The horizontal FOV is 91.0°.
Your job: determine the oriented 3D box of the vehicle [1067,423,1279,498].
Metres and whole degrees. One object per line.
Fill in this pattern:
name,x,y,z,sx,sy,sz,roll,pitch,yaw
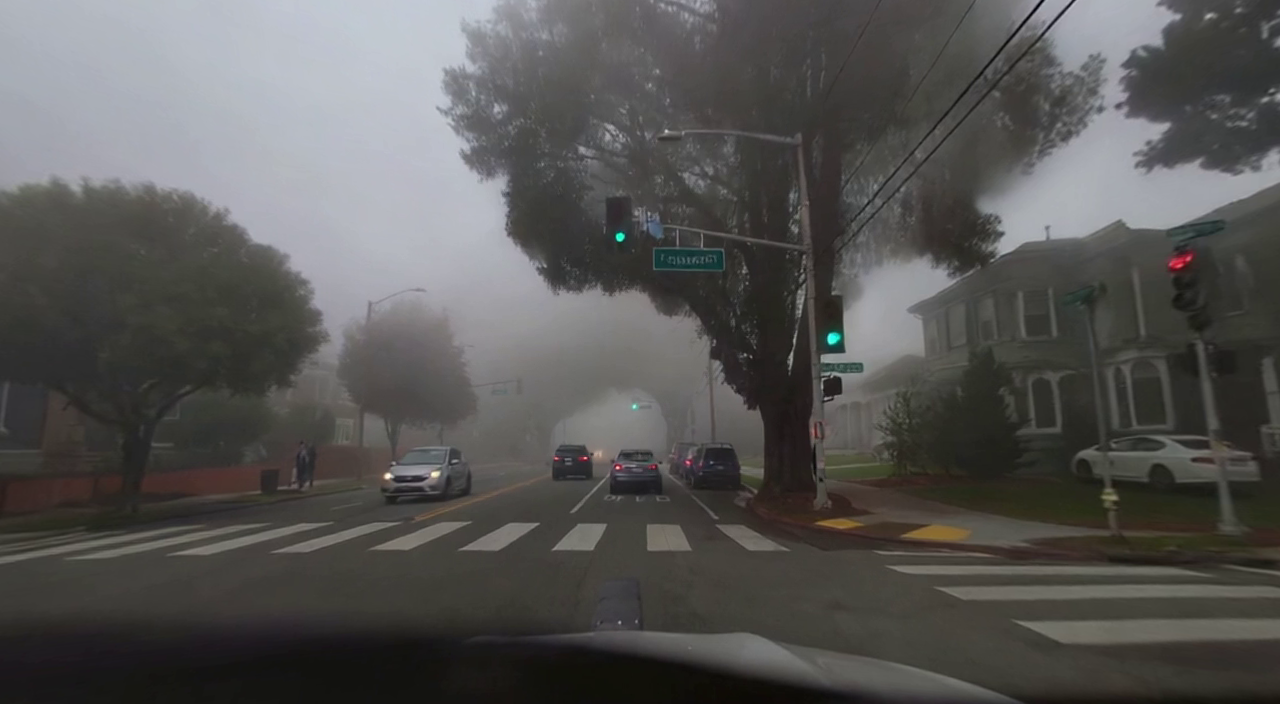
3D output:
vehicle,13.907,2.770,16.461,1.871,1.651,5.002,0,-8,-1

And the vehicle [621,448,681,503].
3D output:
vehicle,0.251,3.534,18.303,1.485,1.385,3.283,2,-9,-3

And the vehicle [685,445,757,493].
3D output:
vehicle,2.814,4.173,22.871,1.905,1.589,4.028,1,-8,-3

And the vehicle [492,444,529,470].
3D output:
vehicle,-9.414,7.660,46.070,1.850,1.720,4.237,-2,-8,0

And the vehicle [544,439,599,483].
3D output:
vehicle,-3.004,4.875,28.482,1.983,1.841,4.013,0,-8,1

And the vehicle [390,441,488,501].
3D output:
vehicle,-6.230,3.702,20.032,1.976,1.689,4.071,1,-8,-3
